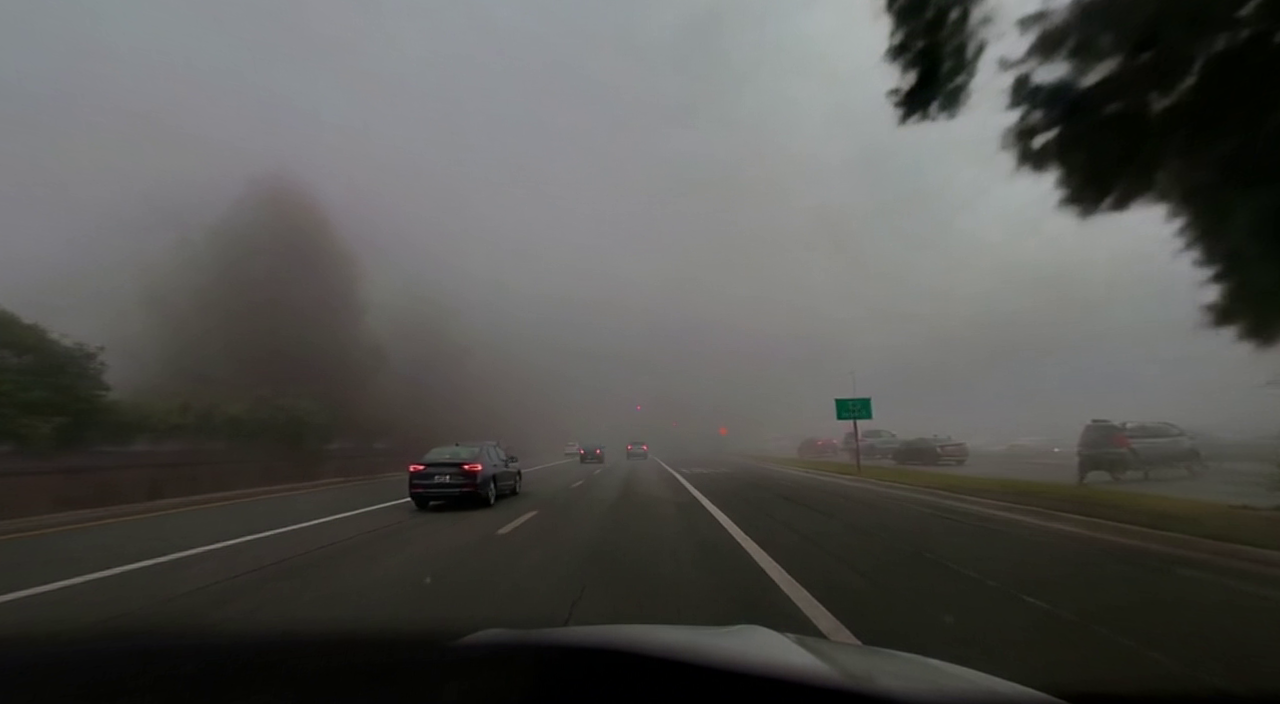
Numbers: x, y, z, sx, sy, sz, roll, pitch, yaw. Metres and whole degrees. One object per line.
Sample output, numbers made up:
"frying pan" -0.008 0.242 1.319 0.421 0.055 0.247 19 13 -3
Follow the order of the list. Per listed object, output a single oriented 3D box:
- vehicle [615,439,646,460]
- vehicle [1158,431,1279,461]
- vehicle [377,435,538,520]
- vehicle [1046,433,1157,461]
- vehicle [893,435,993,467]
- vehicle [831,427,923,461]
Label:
"vehicle" -0.663 7.290 47.216 2.231 1.481 4.489 0 -8 1
"vehicle" 29.700 4.784 32.235 4.650 1.445 1.982 -5 -10 28
"vehicle" -3.627 2.564 13.542 1.920 1.480 4.549 0 -8 2
"vehicle" 25.179 5.217 34.681 4.528 1.450 1.889 -4 -9 26
"vehicle" 14.939 4.851 31.093 4.505 1.472 2.020 4 -9 -26
"vehicle" 14.951 5.803 39.810 5.394 1.994 2.228 4 -9 -26
